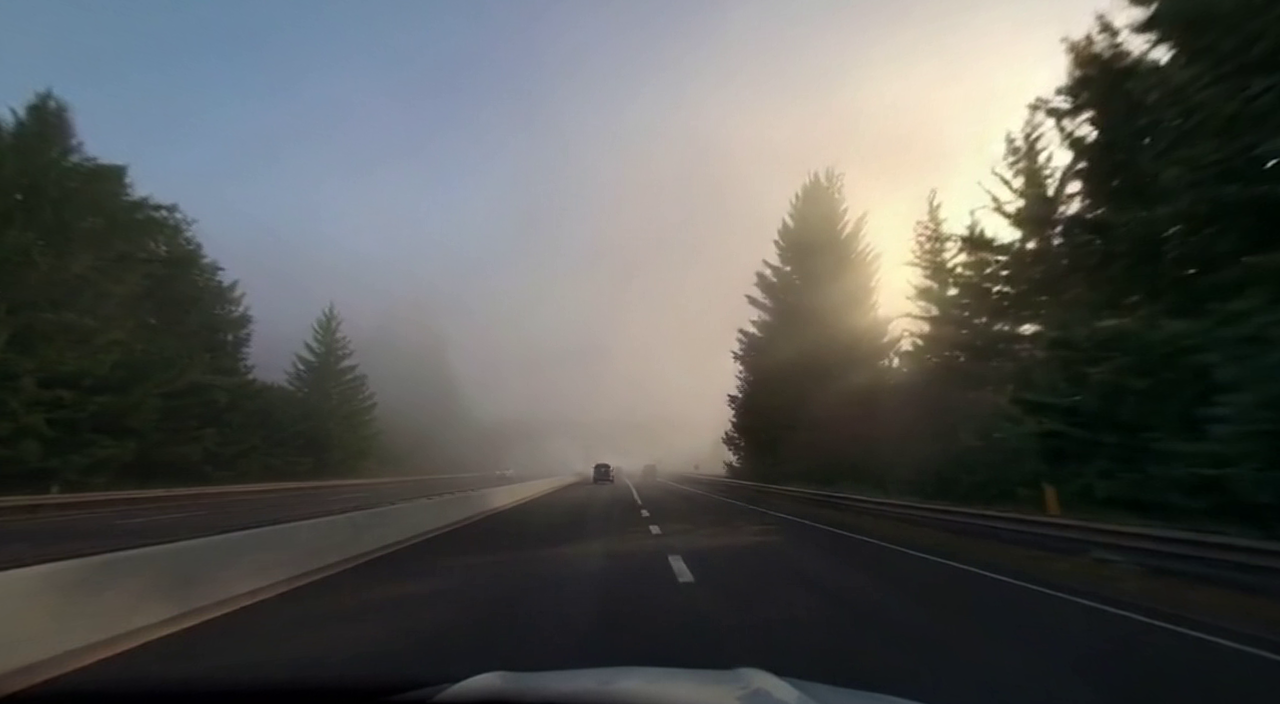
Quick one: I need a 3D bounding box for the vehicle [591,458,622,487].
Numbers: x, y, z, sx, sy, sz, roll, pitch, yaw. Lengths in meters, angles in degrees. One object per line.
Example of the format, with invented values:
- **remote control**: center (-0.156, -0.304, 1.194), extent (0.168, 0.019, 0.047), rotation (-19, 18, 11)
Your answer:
- **vehicle**: center (-2.459, 8.949, 46.746), extent (2.162, 1.973, 4.341), rotation (1, -11, -2)
